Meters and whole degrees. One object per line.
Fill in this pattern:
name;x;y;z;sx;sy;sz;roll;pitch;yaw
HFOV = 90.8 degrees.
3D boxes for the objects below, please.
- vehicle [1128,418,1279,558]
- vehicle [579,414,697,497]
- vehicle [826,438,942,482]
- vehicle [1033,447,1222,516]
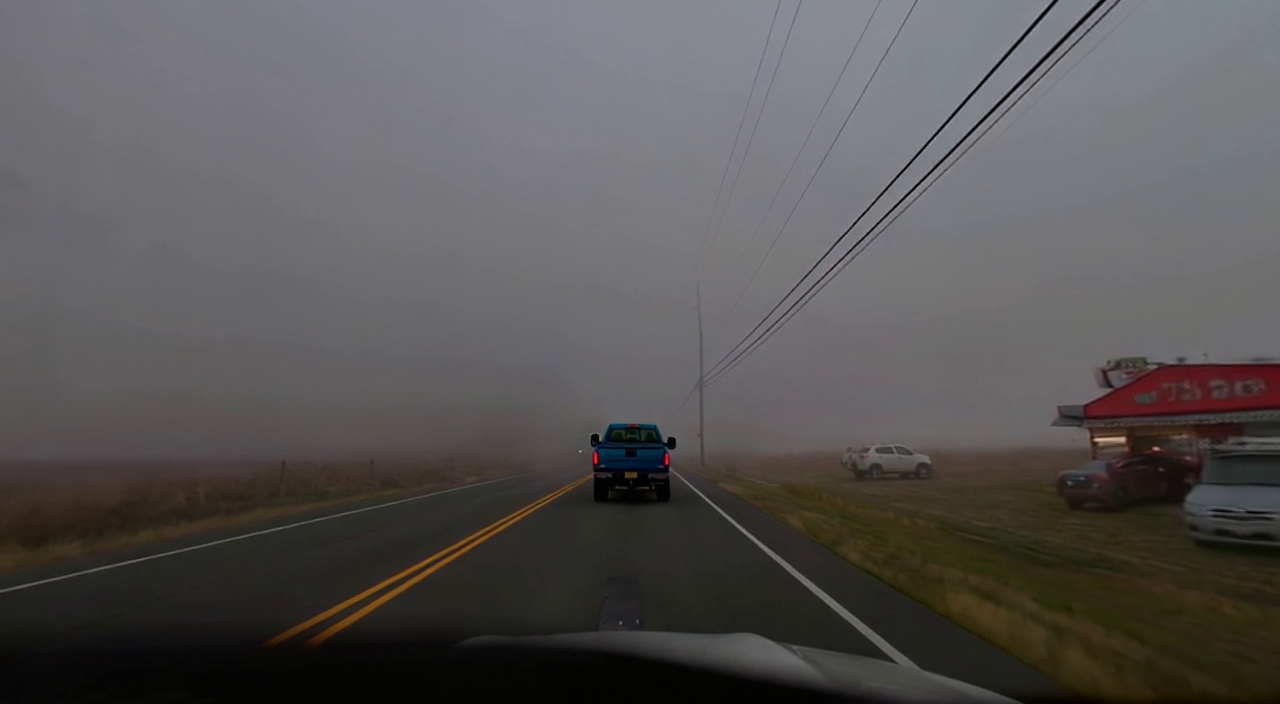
vehicle;11.167;2.236;10.989;5.776;1.936;2.535;6;-8;-35
vehicle;-0.022;3.124;19.457;2.921;2.031;7.416;0;-8;0
vehicle;10.868;4.698;27.944;5.304;1.754;2.340;7;-11;-38
vehicle;12.052;3.086;15.577;4.571;1.451;1.906;5;-10;-29
